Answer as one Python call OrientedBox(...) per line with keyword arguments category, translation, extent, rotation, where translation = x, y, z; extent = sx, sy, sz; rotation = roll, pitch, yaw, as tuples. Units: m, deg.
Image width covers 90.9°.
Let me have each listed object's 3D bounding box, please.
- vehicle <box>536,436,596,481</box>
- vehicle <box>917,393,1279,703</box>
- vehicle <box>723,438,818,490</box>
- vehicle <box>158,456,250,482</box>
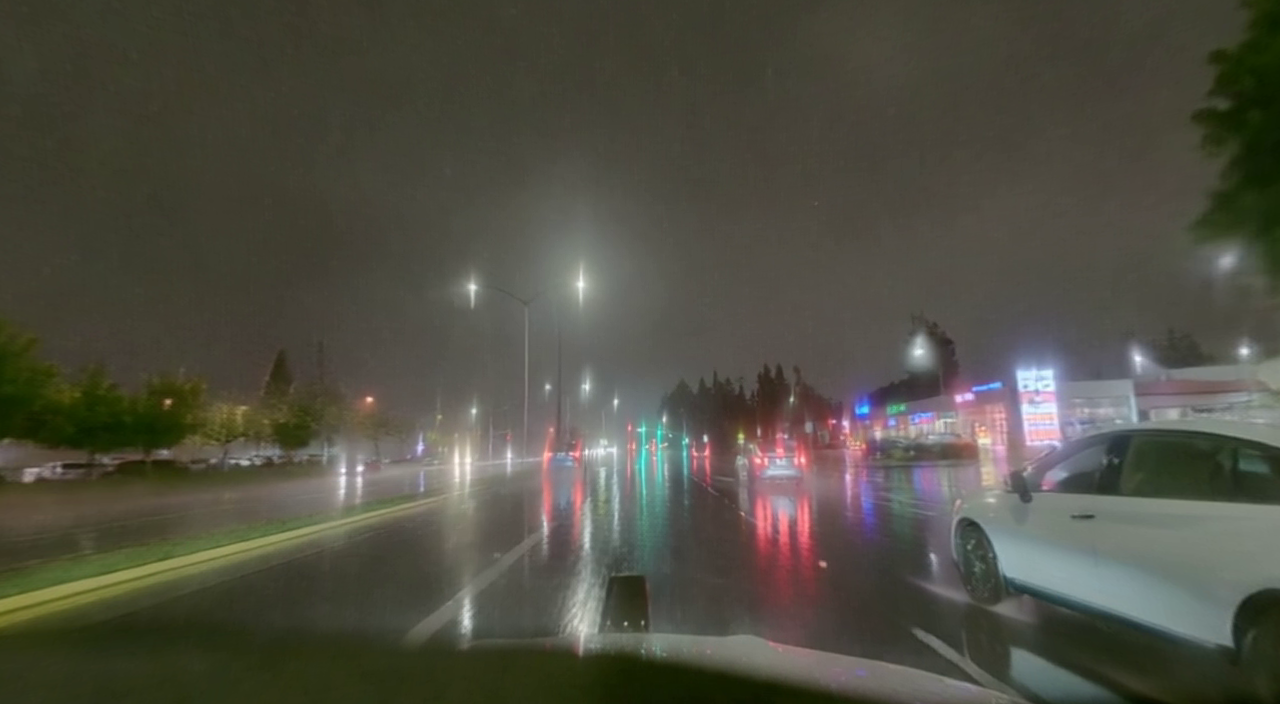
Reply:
OrientedBox(category="vehicle", translation=(-3.062, 4.495, 26.889), extent=(1.981, 1.731, 4.360), rotation=(0, -8, 1))
OrientedBox(category="vehicle", translation=(3.562, 1.051, 3.457), extent=(1.976, 1.491, 4.714), rotation=(0, -8, 1))
OrientedBox(category="vehicle", translation=(4.127, 3.629, 20.750), extent=(2.036, 1.480, 4.659), rotation=(0, -8, -1))
OrientedBox(category="vehicle", translation=(-29.803, 7.974, 43.264), extent=(1.998, 1.623, 4.681), rotation=(-6, -10, 32))
